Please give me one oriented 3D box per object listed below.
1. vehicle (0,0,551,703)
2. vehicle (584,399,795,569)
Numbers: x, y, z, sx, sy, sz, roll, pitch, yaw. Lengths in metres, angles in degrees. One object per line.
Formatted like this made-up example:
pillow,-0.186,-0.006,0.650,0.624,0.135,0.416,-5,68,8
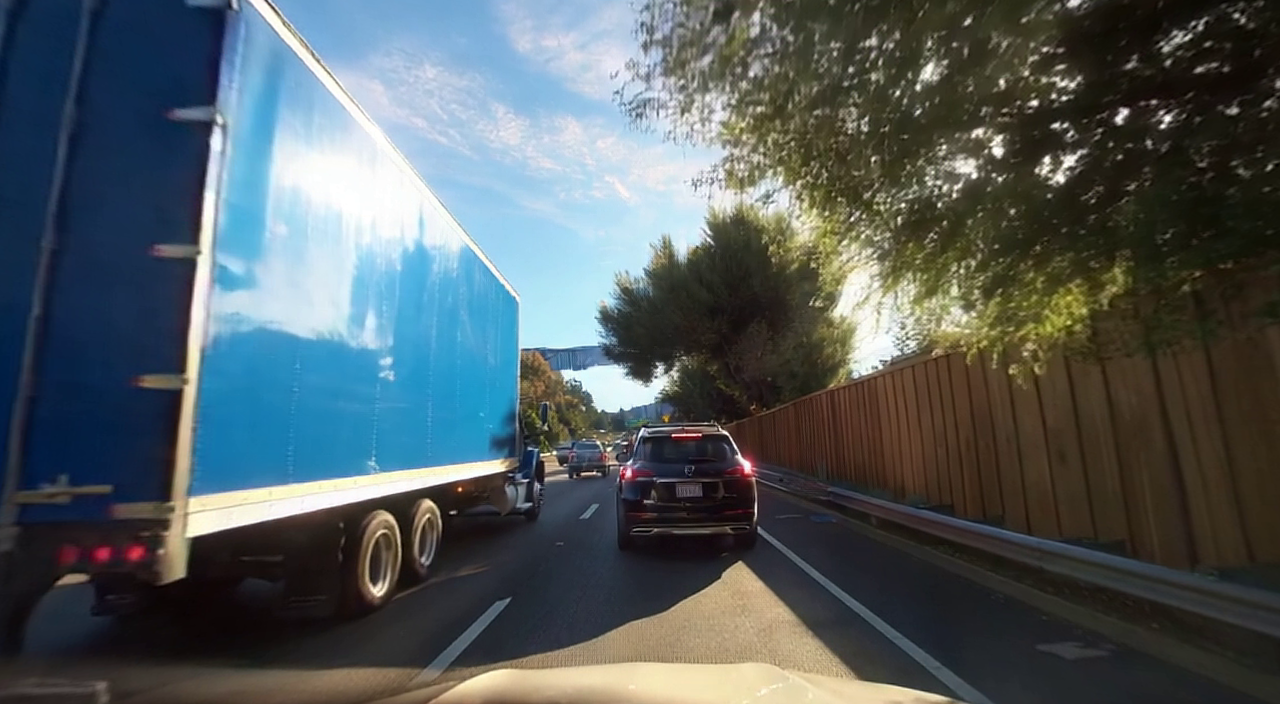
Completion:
vehicle,-3.121,0.533,6.473,2.928,3.658,8.980,0,-9,1
vehicle,0.481,1.674,8.654,2.174,1.749,4.113,0,-9,-1
